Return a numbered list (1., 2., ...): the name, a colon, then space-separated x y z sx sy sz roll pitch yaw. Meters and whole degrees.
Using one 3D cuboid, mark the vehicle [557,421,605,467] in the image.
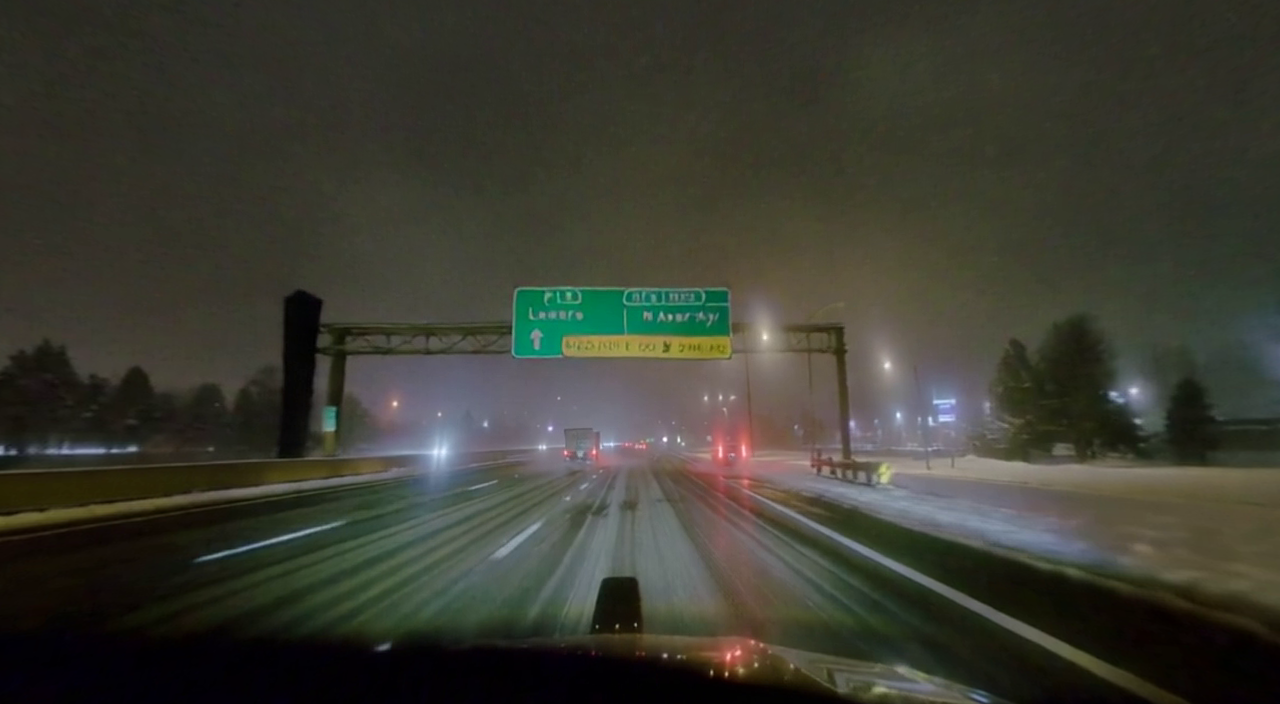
1. vehicle: -4.016 6.443 44.320 2.881 2.937 7.045 0 -8 -2
